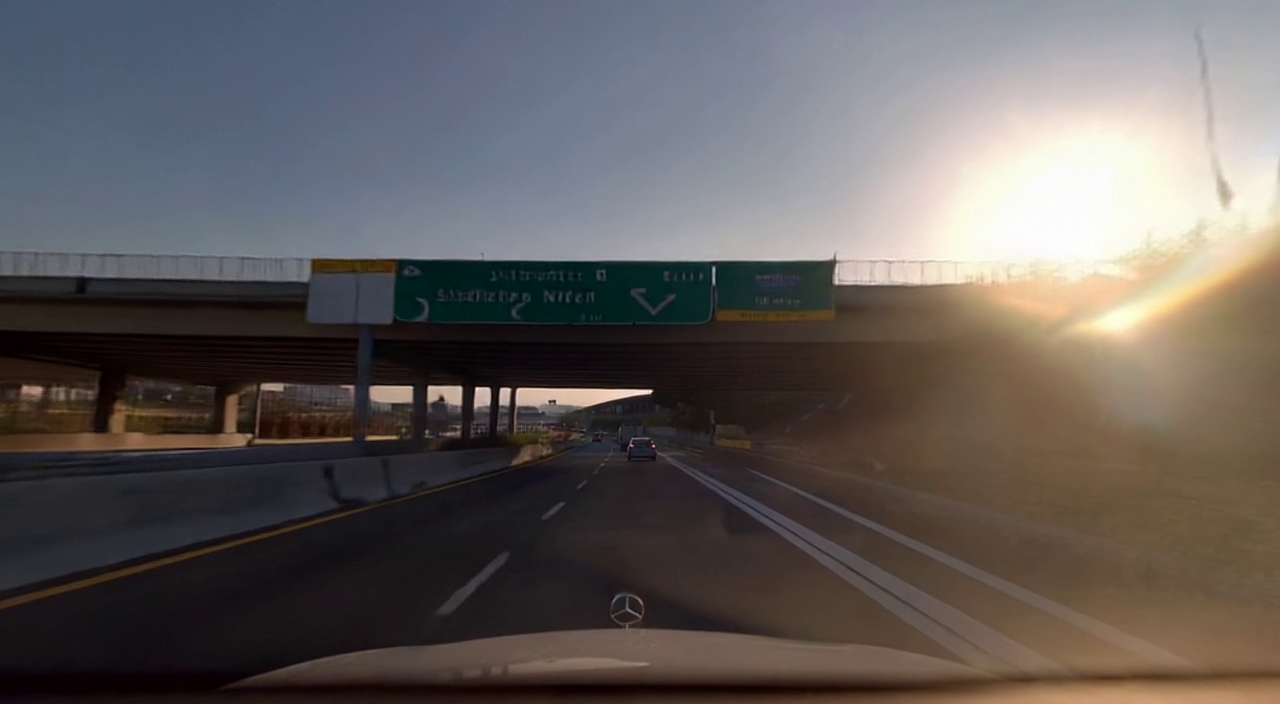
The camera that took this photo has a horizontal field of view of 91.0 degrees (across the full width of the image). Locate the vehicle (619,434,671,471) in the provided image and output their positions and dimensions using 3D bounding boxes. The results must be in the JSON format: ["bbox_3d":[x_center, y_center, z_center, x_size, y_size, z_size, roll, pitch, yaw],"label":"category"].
[{"bbox_3d":[0.215,4.446,28.019,2.130,1.512,4.057,0,-8,0],"label":"vehicle"}]
